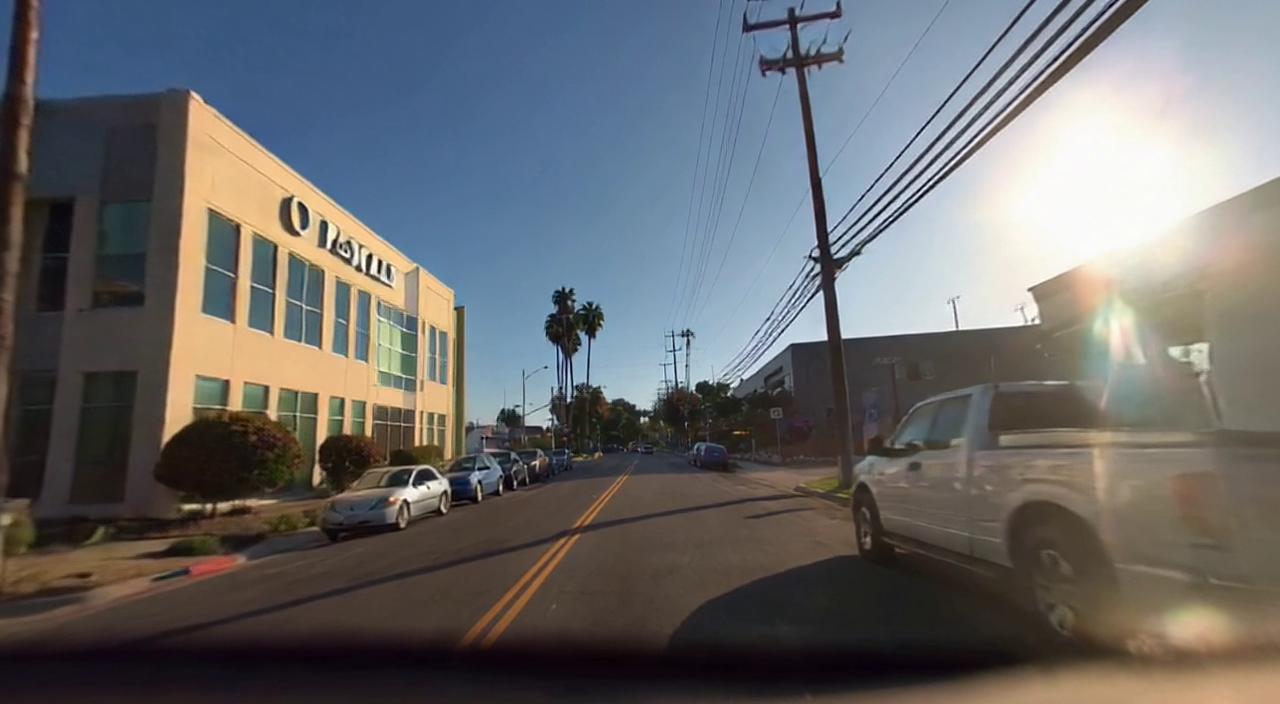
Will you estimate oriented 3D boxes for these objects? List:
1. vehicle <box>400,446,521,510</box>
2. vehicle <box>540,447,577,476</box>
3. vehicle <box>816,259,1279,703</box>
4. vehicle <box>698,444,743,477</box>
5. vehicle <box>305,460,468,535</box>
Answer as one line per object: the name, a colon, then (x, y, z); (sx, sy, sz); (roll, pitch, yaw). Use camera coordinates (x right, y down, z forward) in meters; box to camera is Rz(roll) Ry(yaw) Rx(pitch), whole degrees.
vehicle: (-5.663, 4.032, 20.753); (2.286, 1.836, 5.088); (0, -9, 2)
vehicle: (-5.527, 7.537, 43.536); (2.126, 1.864, 4.831); (0, -9, -3)
vehicle: (3.592, 1.166, 5.202); (2.485, 2.123, 6.029); (0, -9, 0)
vehicle: (4.184, 5.725, 33.542); (1.948, 1.607, 4.873); (0, -9, 2)
vehicle: (-5.881, 3.413, 15.380); (1.982, 1.453, 4.577); (0, -9, 1)
